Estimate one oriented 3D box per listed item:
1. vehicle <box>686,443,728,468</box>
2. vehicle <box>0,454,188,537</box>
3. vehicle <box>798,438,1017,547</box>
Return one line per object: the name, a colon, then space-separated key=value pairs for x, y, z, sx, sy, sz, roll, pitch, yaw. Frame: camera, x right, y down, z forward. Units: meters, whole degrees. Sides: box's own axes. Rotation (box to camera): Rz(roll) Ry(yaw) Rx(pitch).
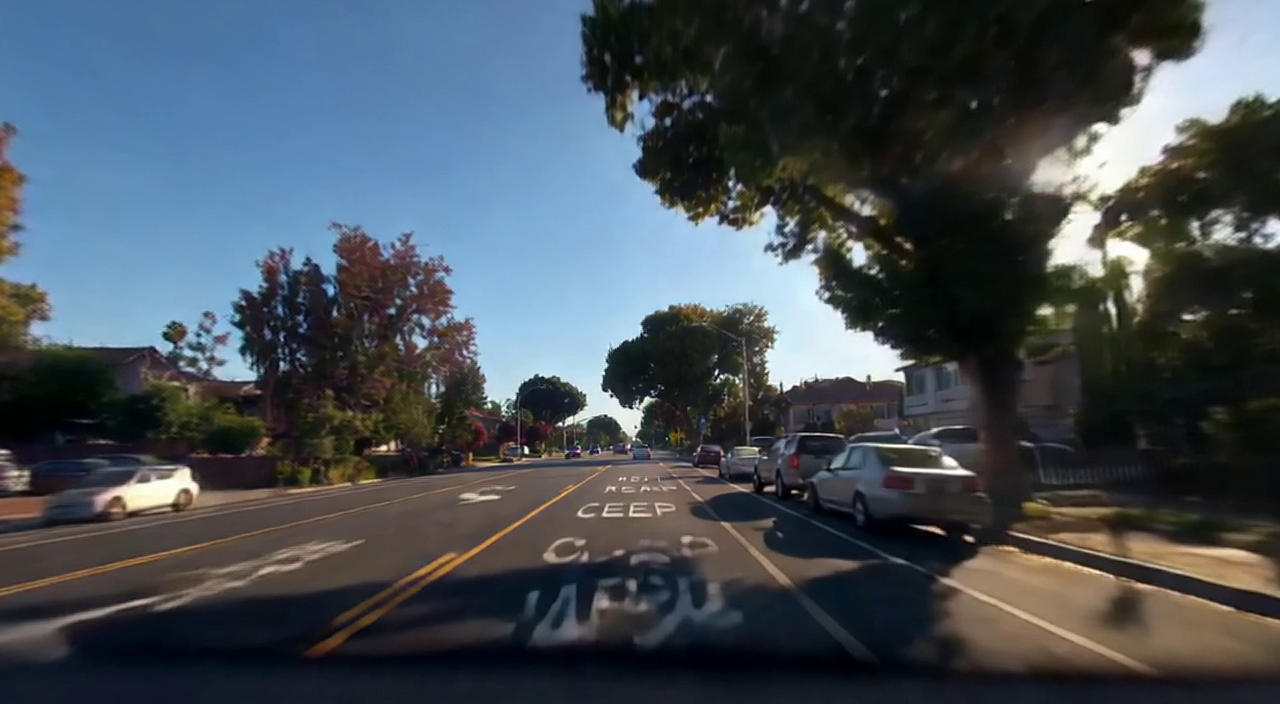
vehicle: x=4.394 y=6.899 z=42.356 sx=2.154 sy=1.550 sz=5.785 roll=0 pitch=-8 yaw=0
vehicle: x=-12.989 y=3.299 z=14.942 sx=1.879 sy=1.491 sz=3.678 roll=-3 pitch=-7 yaw=-2
vehicle: x=4.311 y=2.299 z=11.053 sx=1.918 sy=1.510 sz=4.323 roll=0 pitch=-8 yaw=0
